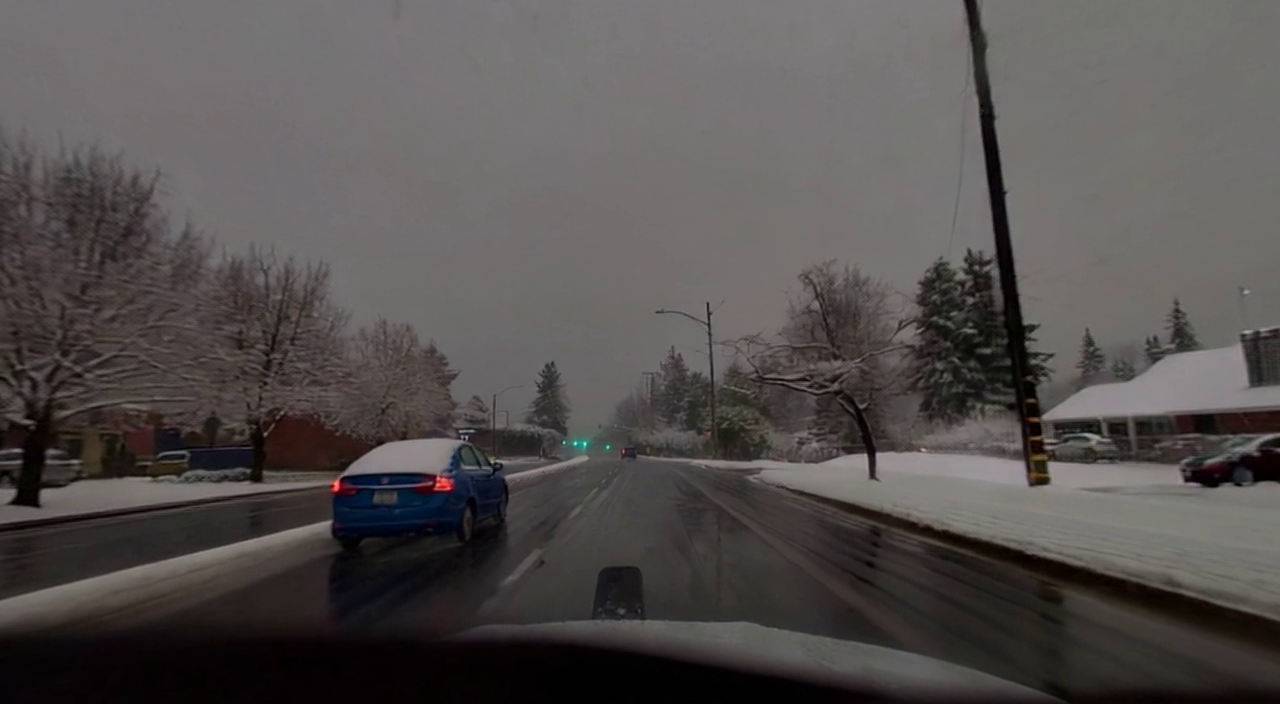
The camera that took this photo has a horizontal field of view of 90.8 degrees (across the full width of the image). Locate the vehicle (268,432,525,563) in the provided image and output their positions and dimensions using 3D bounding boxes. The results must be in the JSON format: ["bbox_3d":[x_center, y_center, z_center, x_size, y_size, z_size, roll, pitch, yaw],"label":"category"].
[{"bbox_3d":[-3.204,2.018,9.462,2.113,1.493,4.222,0,-9,1],"label":"vehicle"}]
